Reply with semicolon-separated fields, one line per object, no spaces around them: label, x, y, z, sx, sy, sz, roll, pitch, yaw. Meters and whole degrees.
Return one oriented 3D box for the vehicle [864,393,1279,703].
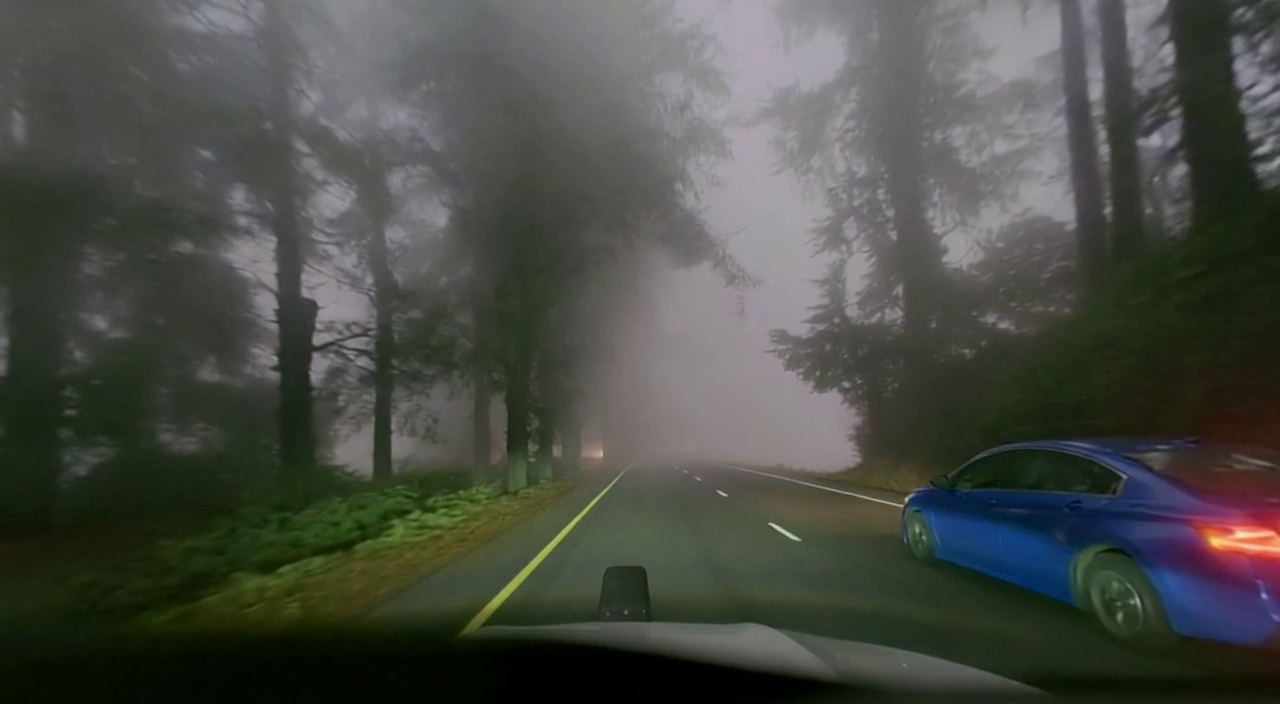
vehicle;3.682;1.280;4.937;2.061;1.503;4.823;0;-9;0
